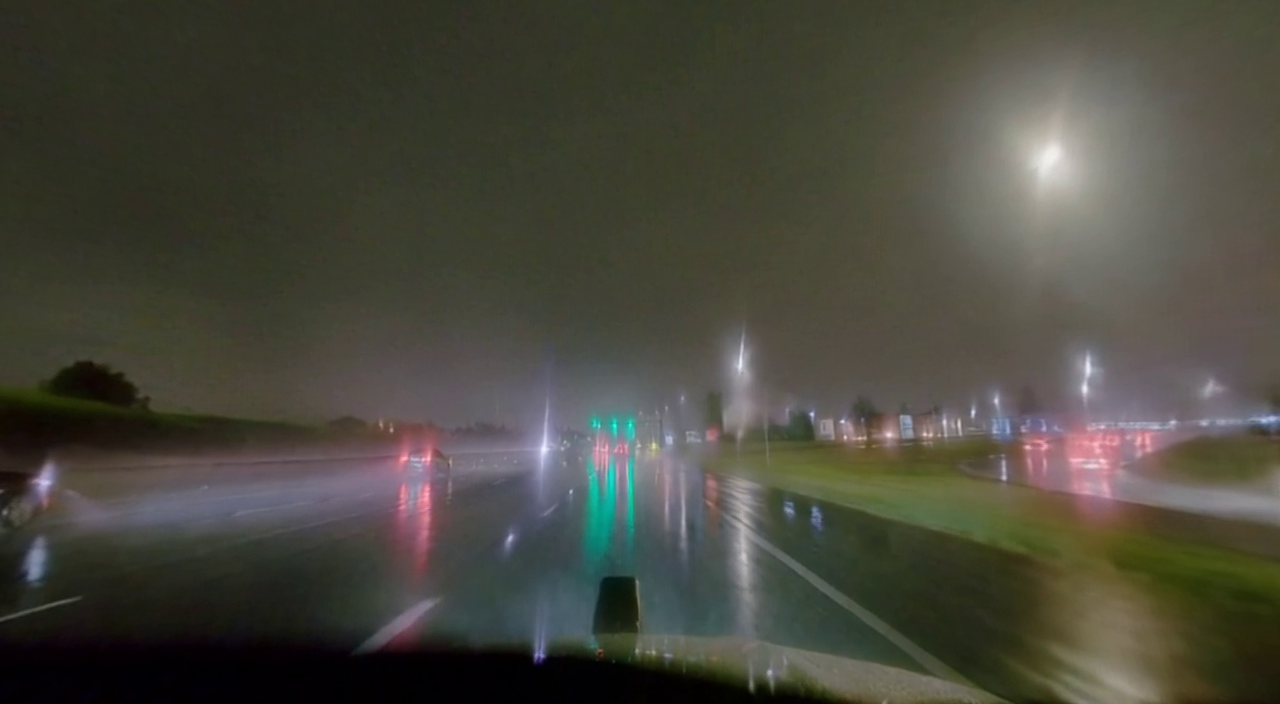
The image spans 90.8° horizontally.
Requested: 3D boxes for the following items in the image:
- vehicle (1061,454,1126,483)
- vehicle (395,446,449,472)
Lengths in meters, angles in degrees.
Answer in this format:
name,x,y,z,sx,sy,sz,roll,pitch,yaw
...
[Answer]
name,x,y,z,sx,sy,sz,roll,pitch,yaw
vehicle,29.485,7.558,41.258,2.356,1.643,4.254,-3,-9,21
vehicle,-14.579,7.154,42.559,2.057,1.619,4.443,0,-9,0
